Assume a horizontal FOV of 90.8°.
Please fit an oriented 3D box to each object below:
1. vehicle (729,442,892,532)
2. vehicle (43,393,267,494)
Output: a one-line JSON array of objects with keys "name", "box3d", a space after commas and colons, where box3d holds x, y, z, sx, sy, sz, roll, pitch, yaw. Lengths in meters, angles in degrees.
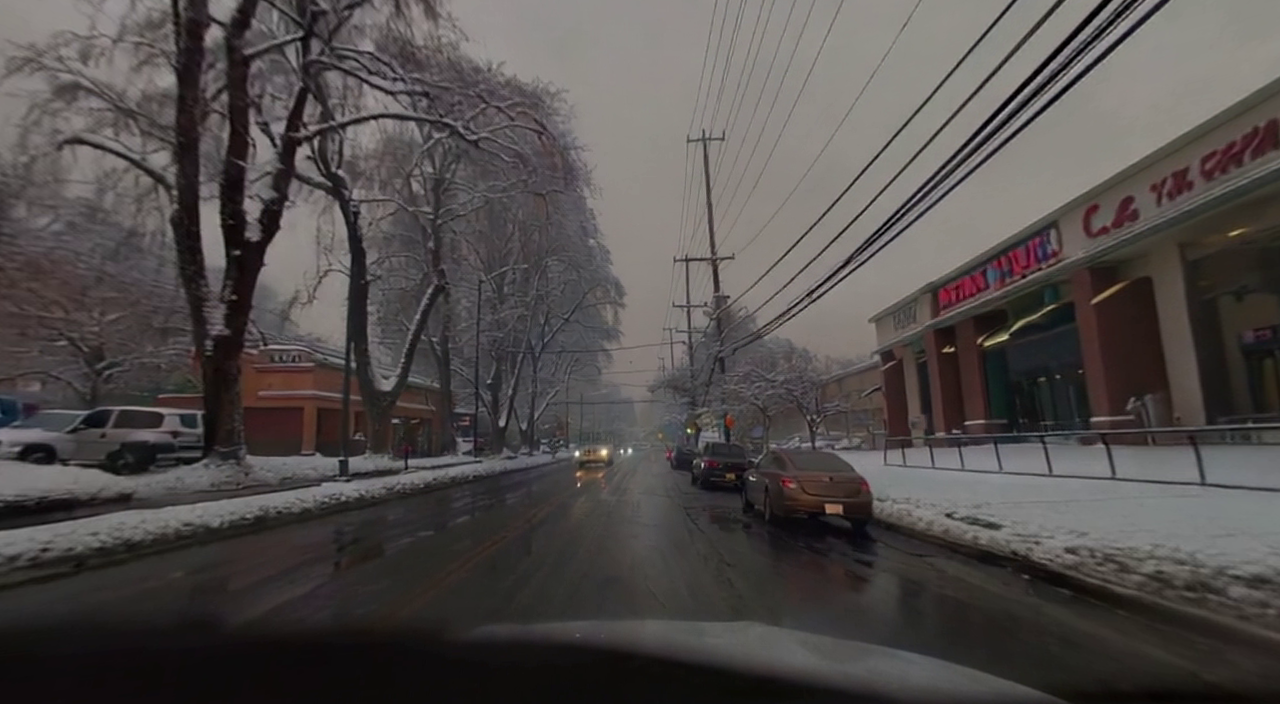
[{"name": "vehicle", "box3d": [2.986, 2.414, 11.981, 1.877, 1.373, 3.854, 0, -8, -2]}, {"name": "vehicle", "box3d": [-15.466, 2.961, 20.901, 2.715, 2.789, 6.225, 0, -7, -4]}]
